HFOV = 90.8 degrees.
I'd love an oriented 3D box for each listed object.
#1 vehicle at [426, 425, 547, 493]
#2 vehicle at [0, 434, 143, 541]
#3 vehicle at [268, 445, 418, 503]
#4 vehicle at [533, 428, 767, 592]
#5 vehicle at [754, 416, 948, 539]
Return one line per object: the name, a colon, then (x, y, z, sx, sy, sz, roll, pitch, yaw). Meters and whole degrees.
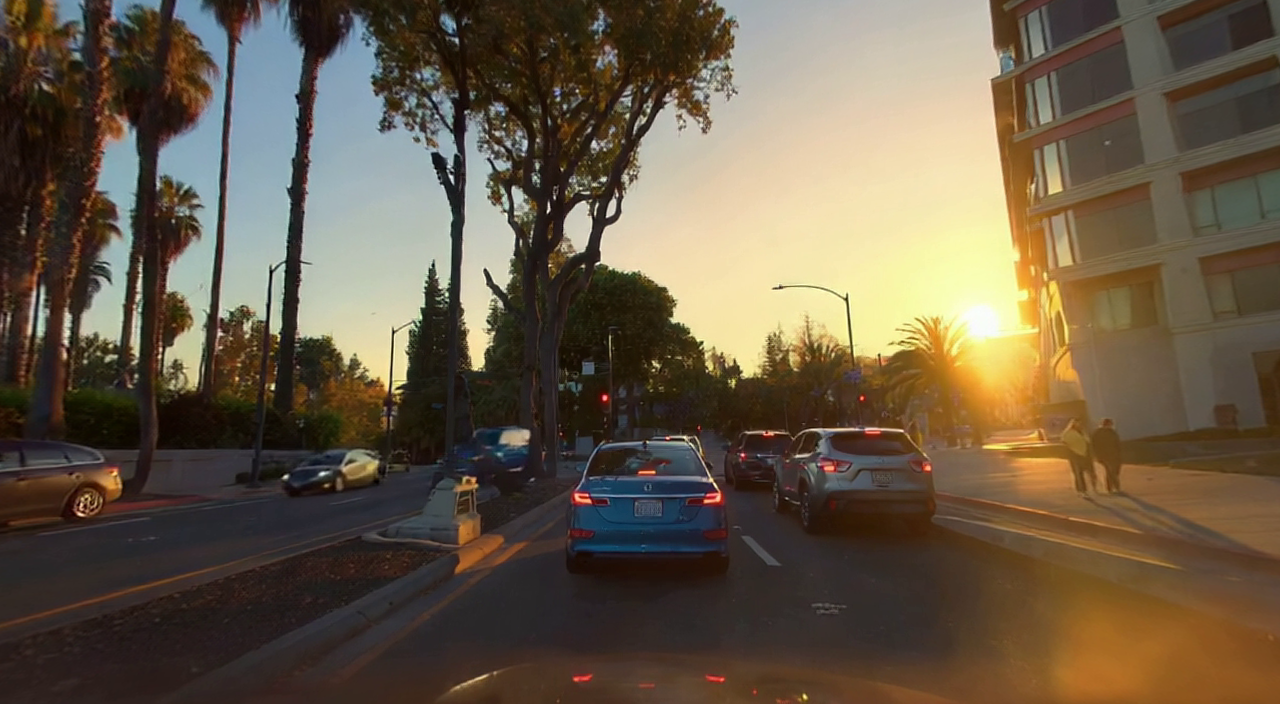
vehicle: (-4.714, 3.384, 20.253, 2.068, 1.811, 4.910, -3, -9, 8)
vehicle: (-13.051, 2.720, 12.288, 2.240, 1.964, 5.707, -6, -8, 0)
vehicle: (-8.335, 3.442, 18.319, 1.898, 1.439, 4.540, -1, -8, 4)
vehicle: (0.134, 1.716, 7.718, 2.088, 1.452, 3.993, 0, -8, 1)
vehicle: (3.404, 2.111, 11.241, 2.003, 1.733, 4.319, 0, -8, 1)
